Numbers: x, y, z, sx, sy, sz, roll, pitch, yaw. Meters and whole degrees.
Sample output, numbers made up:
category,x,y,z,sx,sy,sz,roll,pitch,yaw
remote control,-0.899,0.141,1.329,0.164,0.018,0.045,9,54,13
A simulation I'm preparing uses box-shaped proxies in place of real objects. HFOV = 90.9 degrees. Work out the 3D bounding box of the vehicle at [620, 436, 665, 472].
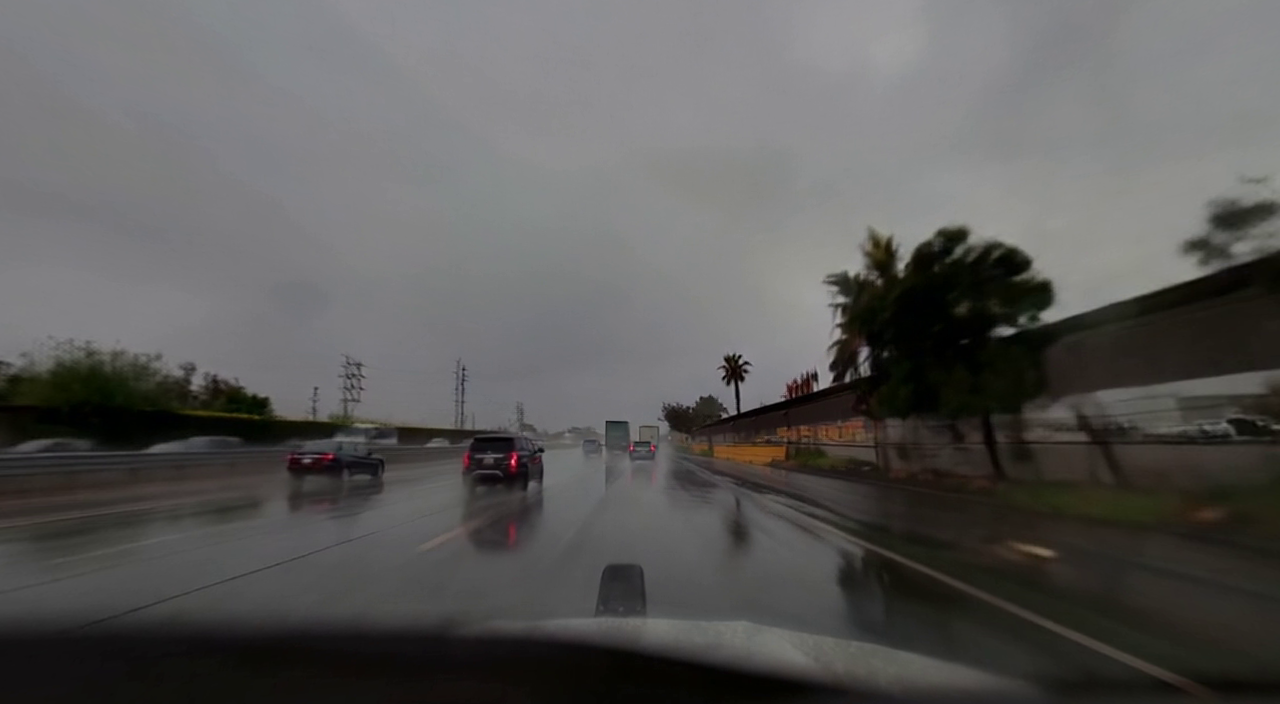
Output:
category,x,y,z,sx,sy,sz,roll,pitch,yaw
vehicle,0.126,5.173,32.106,2.136,1.678,4.052,0,-8,1

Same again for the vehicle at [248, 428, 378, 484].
category,x,y,z,sx,sy,sz,roll,pitch,yaw
vehicle,-11.998,3.846,23.627,2.077,1.829,5.101,0,-8,1

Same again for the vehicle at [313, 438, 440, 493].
category,x,y,z,sx,sy,sz,roll,pitch,yaw
vehicle,-7.924,3.417,19.471,1.949,1.476,4.410,0,-8,1

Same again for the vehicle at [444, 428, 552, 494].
category,x,y,z,sx,sy,sz,roll,pitch,yaw
vehicle,-4.111,3.237,19.129,2.108,1.740,4.549,0,-8,1

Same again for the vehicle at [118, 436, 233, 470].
category,x,y,z,sx,sy,sz,roll,pitch,yaw
vehicle,-22.491,4.899,30.832,1.981,1.517,4.614,-1,-8,2

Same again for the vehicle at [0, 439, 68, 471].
category,x,y,z,sx,sy,sz,roll,pitch,yaw
vehicle,-30.033,4.837,29.649,1.962,1.459,4.416,-1,-8,2

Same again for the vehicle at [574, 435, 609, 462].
category,x,y,z,sx,sy,sz,roll,pitch,yaw
vehicle,-3.689,7.395,48.630,2.203,1.958,4.848,0,-8,1
